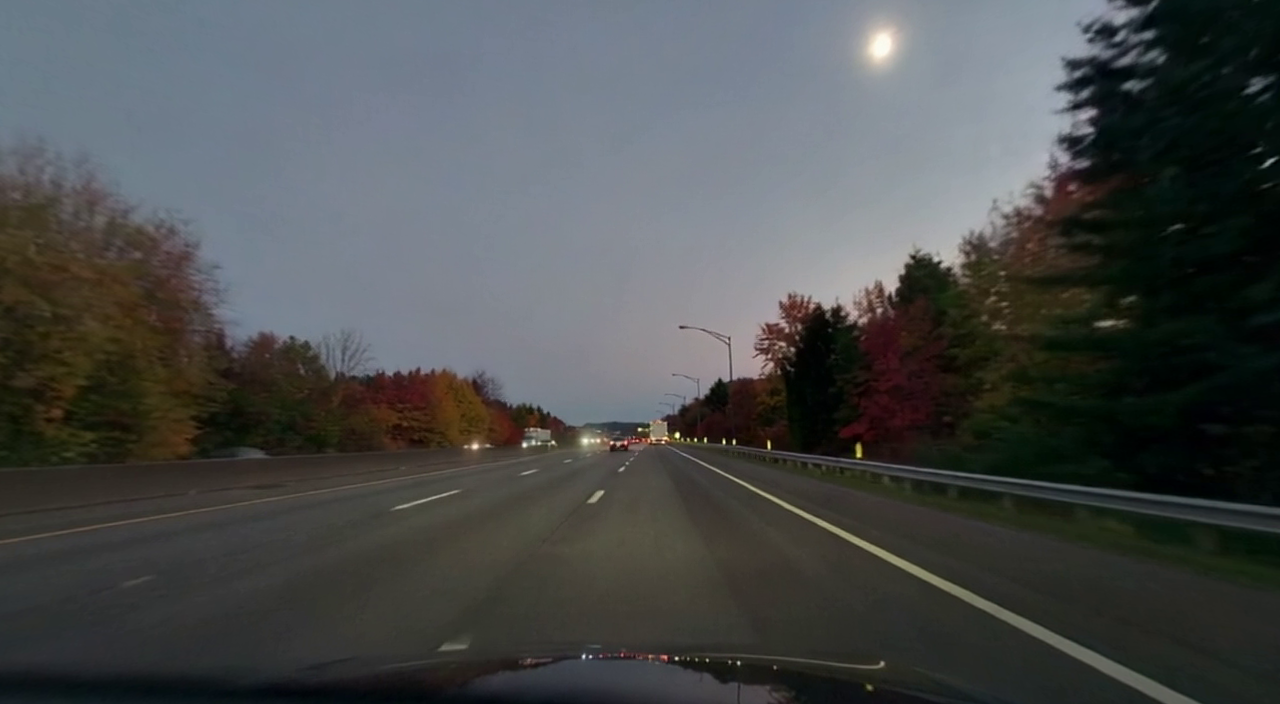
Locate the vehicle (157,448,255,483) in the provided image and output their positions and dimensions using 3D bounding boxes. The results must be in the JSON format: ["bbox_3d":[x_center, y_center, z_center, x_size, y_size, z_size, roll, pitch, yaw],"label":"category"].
[{"bbox_3d":[-19.979,5.210,29.110,1.705,1.454,3.858,-1,-8,1],"label":"vehicle"}]
